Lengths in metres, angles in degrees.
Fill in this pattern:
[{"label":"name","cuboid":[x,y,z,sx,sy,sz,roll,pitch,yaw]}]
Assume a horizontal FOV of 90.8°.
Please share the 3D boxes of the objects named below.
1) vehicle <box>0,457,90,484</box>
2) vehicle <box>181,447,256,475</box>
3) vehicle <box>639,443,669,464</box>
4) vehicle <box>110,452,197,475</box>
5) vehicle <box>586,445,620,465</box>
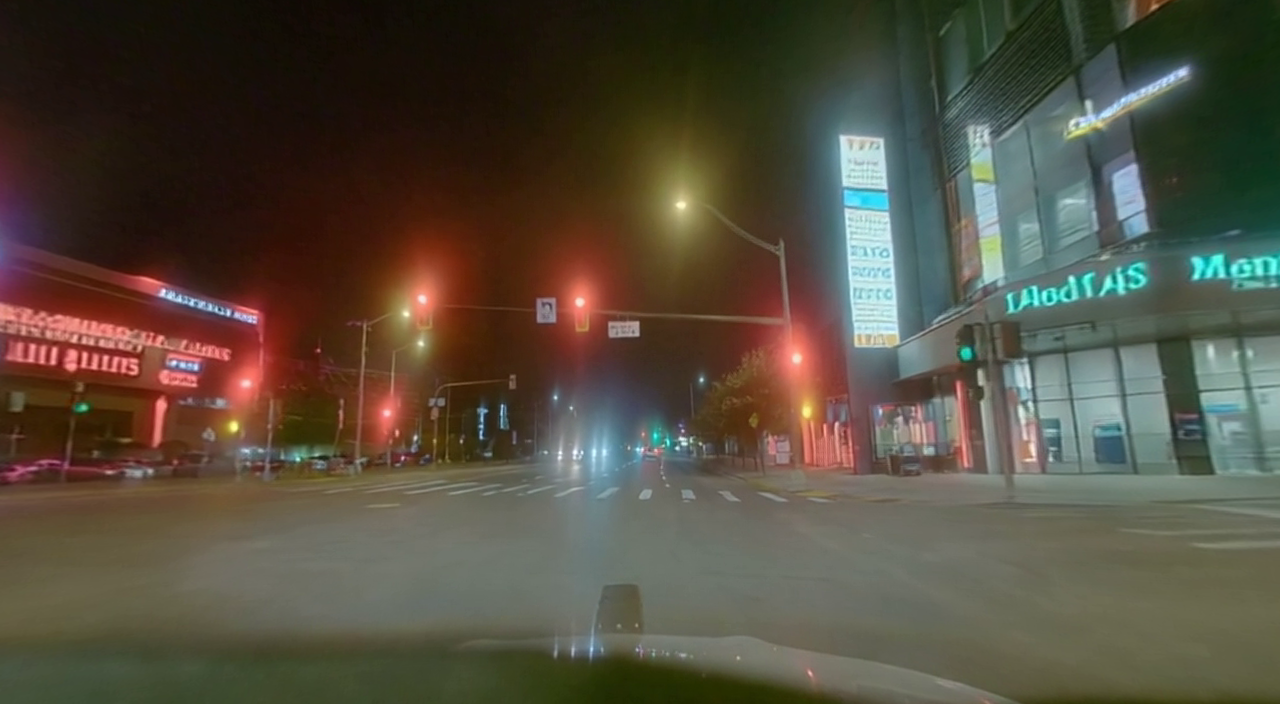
[{"label":"vehicle","cuboid":[-35.422,6.867,36.890,1.826,1.432,4.530,-5,-10,29]},{"label":"vehicle","cuboid":[-28.269,7.263,42.455,1.643,1.755,3.666,-5,-10,34]},{"label":"vehicle","cuboid":[1.053,7.722,48.105,2.168,1.545,4.047,0,-9,1]},{"label":"vehicle","cuboid":[-34.509,7.902,44.958,1.802,1.549,4.439,-5,-10,27]},{"label":"vehicle","cuboid":[-2.634,7.514,46.197,1.962,1.420,4.021,-1,-9,4]}]
